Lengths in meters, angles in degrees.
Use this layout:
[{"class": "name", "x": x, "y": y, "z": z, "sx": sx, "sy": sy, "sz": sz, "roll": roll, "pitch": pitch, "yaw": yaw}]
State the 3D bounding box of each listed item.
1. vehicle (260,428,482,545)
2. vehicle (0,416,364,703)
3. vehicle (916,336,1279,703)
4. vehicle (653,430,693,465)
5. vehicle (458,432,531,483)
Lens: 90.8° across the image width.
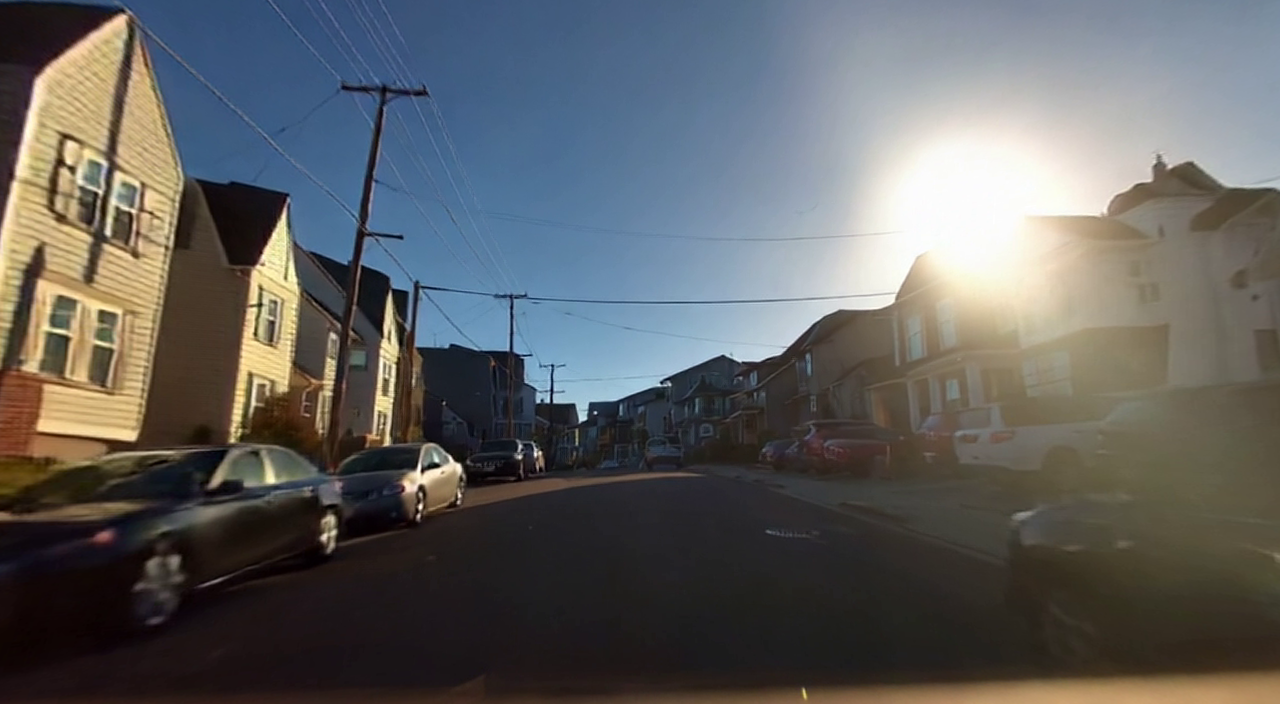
[{"class": "vehicle", "x": -4.550, "y": 2.271, "z": 11.736, "sx": 2.084, "sy": 1.522, "sz": 4.925, "roll": 3, "pitch": -6, "yaw": -2}, {"class": "vehicle", "x": -4.332, "y": 1.455, "z": 5.600, "sx": 1.975, "sy": 1.513, "sz": 4.406, "roll": -2, "pitch": -8, "yaw": -2}, {"class": "vehicle", "x": 3.205, "y": 0.784, "z": 2.335, "sx": 1.957, "sy": 1.644, "sz": 4.433, "roll": 1, "pitch": -8, "yaw": -6}, {"class": "vehicle", "x": 2.176, "y": 6.445, "z": 42.789, "sx": 2.343, "sy": 2.229, "sz": 4.199, "roll": 0, "pitch": -8, "yaw": -2}, {"class": "vehicle", "x": -5.272, "y": 3.811, "z": 23.335, "sx": 1.967, "sy": 1.656, "sz": 3.924, "roll": 1, "pitch": -7, "yaw": -4}]
